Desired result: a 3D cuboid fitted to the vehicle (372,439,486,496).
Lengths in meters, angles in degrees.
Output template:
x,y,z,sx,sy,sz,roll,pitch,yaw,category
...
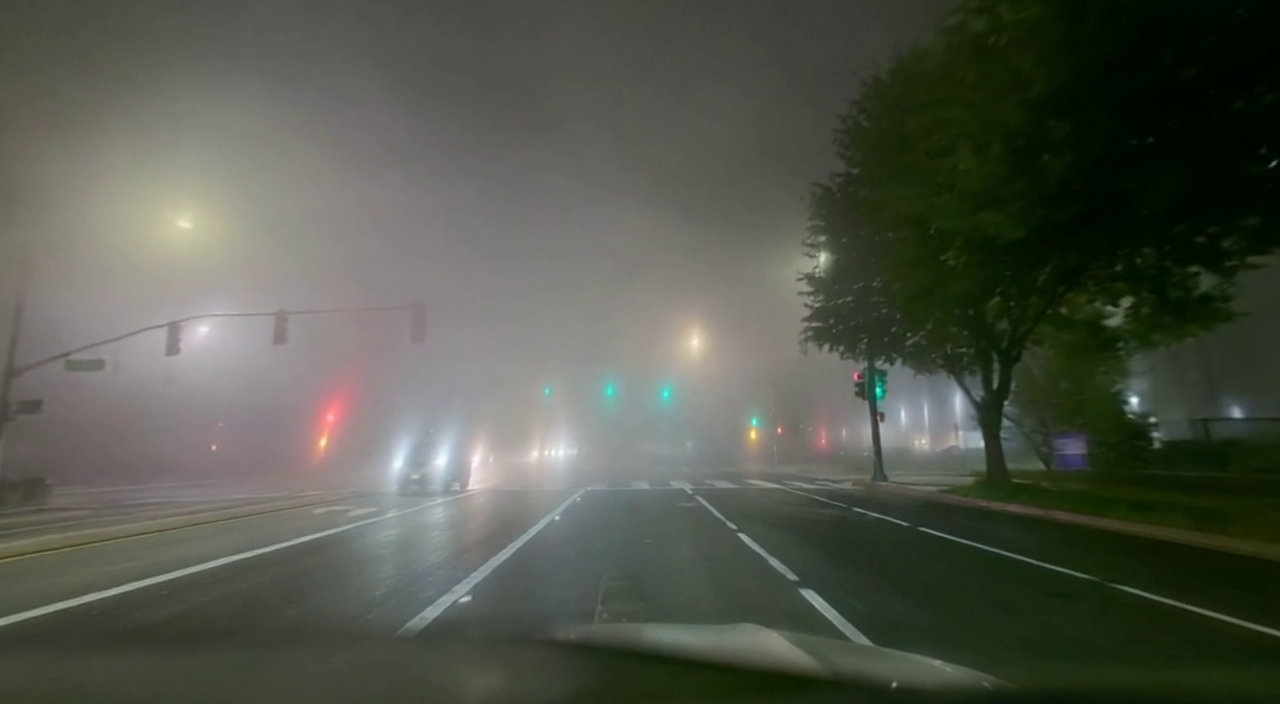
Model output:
x,y,z,sx,sy,sz,roll,pitch,yaw,category
-6.478,3.586,19.952,1.876,1.570,4.980,0,-9,0,vehicle
